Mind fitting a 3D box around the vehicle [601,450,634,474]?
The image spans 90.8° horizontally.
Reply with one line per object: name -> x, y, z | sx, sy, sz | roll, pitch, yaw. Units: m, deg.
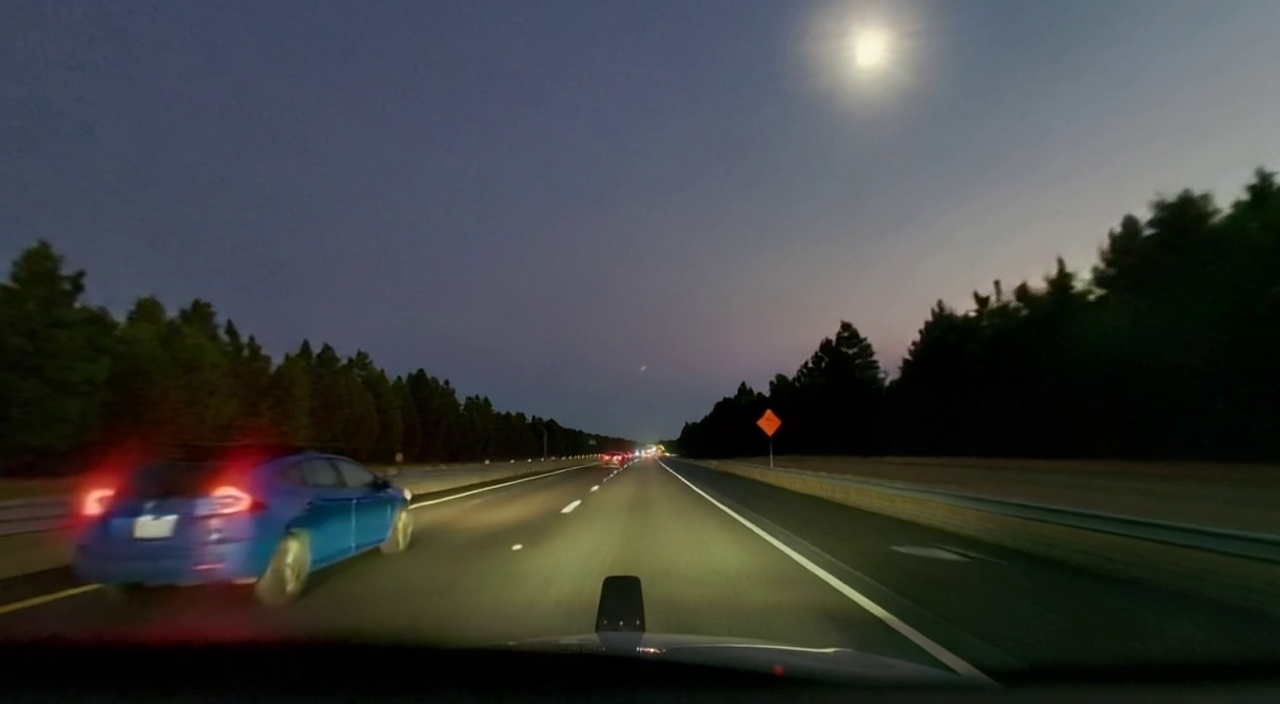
vehicle -> -1.409, 7.259, 41.895 | 1.917, 1.450, 3.997 | 0, -9, 2

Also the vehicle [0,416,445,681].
vehicle -> -3.543, 1.501, 5.909 | 2.088, 1.586, 4.000 | 0, -9, 1
